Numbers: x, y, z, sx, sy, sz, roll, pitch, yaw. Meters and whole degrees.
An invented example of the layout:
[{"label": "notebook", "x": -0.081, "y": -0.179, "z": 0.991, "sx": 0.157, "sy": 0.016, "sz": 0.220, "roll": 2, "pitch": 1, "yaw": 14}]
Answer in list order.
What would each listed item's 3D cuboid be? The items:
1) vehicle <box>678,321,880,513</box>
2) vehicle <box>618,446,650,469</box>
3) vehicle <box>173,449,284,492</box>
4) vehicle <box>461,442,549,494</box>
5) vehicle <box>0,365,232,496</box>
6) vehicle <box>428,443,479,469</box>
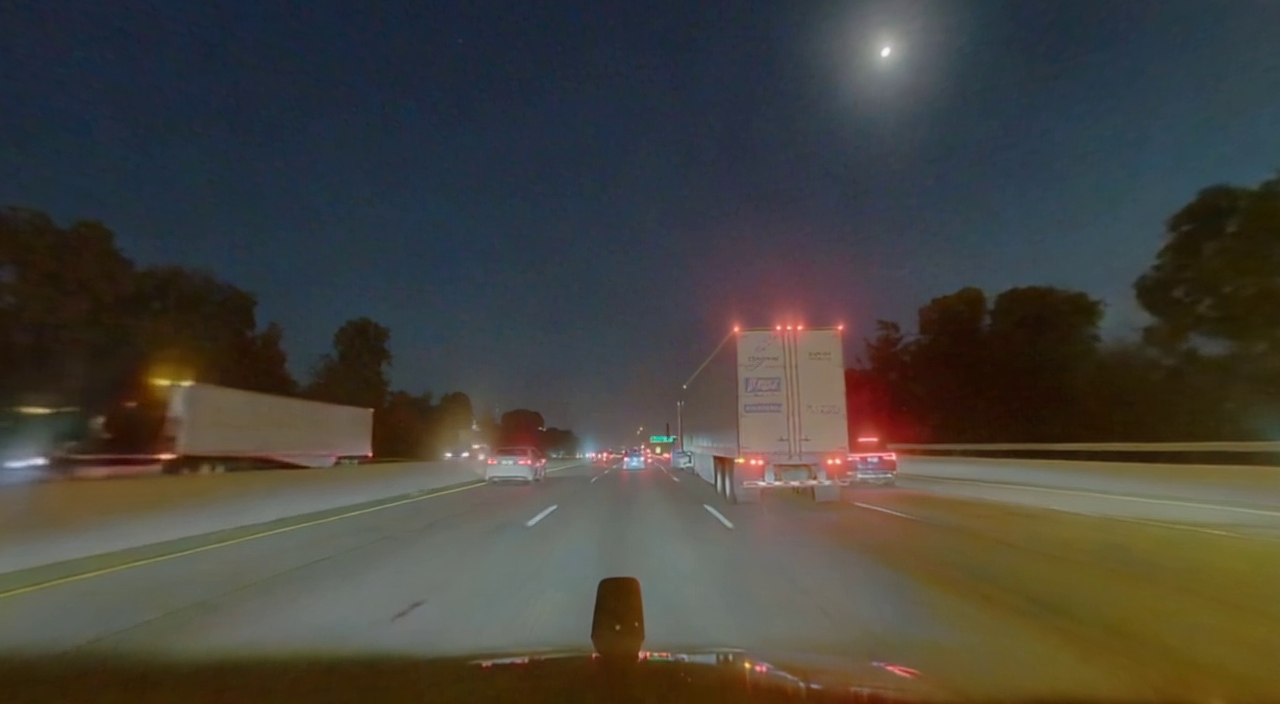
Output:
[{"label": "vehicle", "x": 3.437, "y": 2.539, "z": 21.517, "sx": 2.907, "sy": 4.109, "sz": 16.177, "roll": 0, "pitch": -8, "yaw": -1}, {"label": "vehicle", "x": -0.353, "y": 7.176, "z": 42.899, "sx": 2.047, "sy": 1.485, "sz": 3.938, "roll": 0, "pitch": -8, "yaw": 1}, {"label": "vehicle", "x": -14.839, "y": 4.259, "z": 22.921, "sx": 1.596, "sy": 1.364, "sz": 3.442, "roll": 0, "pitch": -8, "yaw": 2}, {"label": "vehicle", "x": -4.261, "y": 3.700, "z": 20.499, "sx": 1.968, "sy": 1.507, "sz": 3.829, "roll": 0, "pitch": -8, "yaw": 1}, {"label": "vehicle", "x": -18.667, "y": 2.836, "z": 22.154, "sx": 3.017, "sy": 3.721, "sz": 8.231, "roll": 0, "pitch": -8, "yaw": 0}, {"label": "vehicle", "x": -11.387, "y": 6.360, "z": 38.700, "sx": 1.890, "sy": 1.546, "sz": 3.774, "roll": 0, "pitch": -8, "yaw": 2}]
